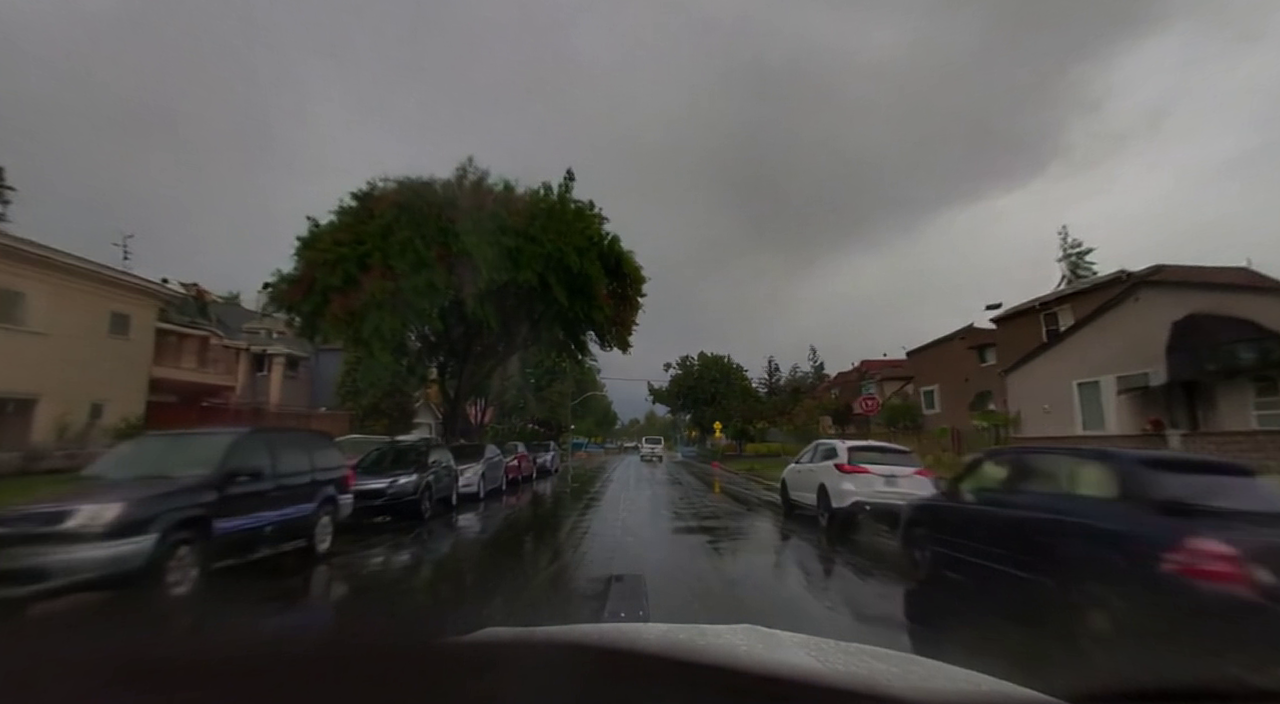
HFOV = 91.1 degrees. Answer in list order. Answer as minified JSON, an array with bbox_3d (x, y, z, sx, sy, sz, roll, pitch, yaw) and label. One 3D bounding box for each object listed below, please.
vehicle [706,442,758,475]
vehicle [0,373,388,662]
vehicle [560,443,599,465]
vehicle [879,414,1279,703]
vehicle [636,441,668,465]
[{"bbox_3d":[4.393,5.157,30.712,1.876,1.477,4.324,0,-8,0],"label":"vehicle"},{"bbox_3d":[-4.745,1.396,6.558,2.162,1.857,4.758,2,-8,0],"label":"vehicle"},{"bbox_3d":[-4.185,7.103,43.986,1.999,1.441,4.628,-1,-9,4],"label":"vehicle"},{"bbox_3d":[3.675,1.354,4.823,1.987,1.518,4.686,0,-8,2],"label":"vehicle"},{"bbox_3d":[0.801,6.568,41.015,2.010,1.499,4.107,0,-9,2],"label":"vehicle"}]
